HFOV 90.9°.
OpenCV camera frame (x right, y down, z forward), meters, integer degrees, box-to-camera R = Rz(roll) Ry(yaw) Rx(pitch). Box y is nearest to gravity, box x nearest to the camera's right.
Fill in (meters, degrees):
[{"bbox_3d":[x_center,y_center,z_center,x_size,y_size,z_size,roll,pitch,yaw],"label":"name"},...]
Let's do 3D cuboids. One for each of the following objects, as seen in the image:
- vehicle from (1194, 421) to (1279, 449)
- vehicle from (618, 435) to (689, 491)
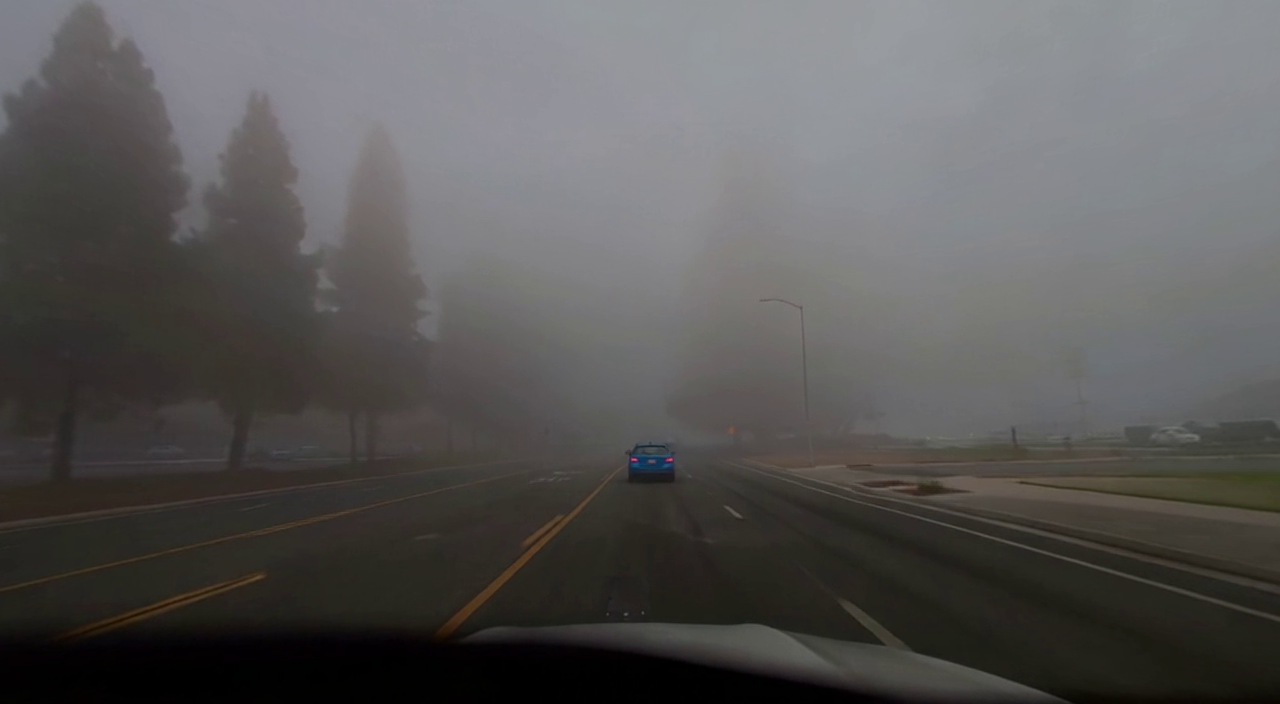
[{"bbox_3d":[44.156,6.145,46.563,4.459,1.710,2.018,-4,-8,1],"label":"vehicle"},{"bbox_3d":[0.395,3.411,19.681,2.010,1.535,3.735,0,-8,1],"label":"vehicle"}]
